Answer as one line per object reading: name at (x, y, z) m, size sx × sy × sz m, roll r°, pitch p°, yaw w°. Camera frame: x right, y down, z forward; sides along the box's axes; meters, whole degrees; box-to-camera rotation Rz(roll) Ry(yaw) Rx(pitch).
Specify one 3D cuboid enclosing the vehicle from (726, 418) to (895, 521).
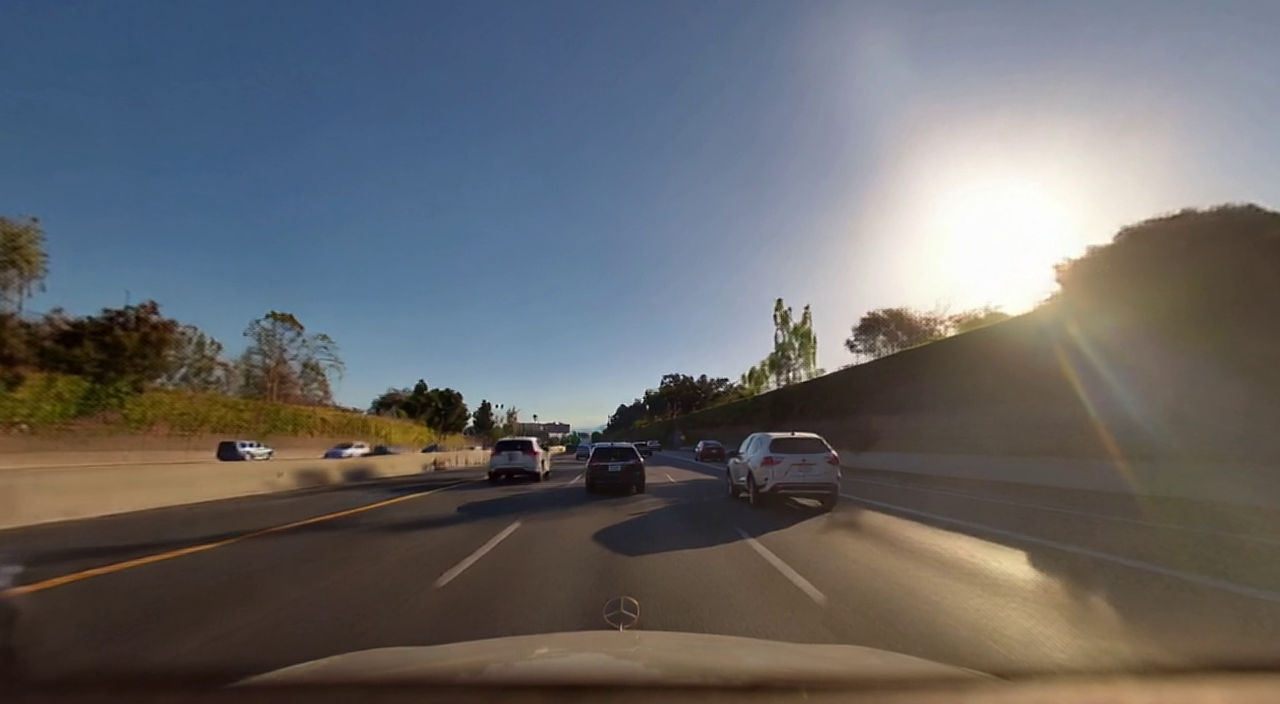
vehicle at (3.343, 2.423, 13.580) m, size 2.162 × 1.800 × 4.693 m, roll 0°, pitch -9°, yaw -2°

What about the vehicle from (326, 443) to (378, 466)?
vehicle at (-19.526, 6.949, 43.001) m, size 1.802 × 1.481 × 3.919 m, roll 0°, pitch -9°, yaw -2°

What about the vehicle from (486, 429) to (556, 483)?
vehicle at (-4.638, 4.149, 25.380) m, size 1.983 × 1.948 × 4.822 m, roll 0°, pitch -9°, yaw -1°

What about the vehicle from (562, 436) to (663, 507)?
vehicle at (-0.630, 2.803, 15.278) m, size 2.098 × 1.475 × 3.997 m, roll 0°, pitch -9°, yaw -2°
